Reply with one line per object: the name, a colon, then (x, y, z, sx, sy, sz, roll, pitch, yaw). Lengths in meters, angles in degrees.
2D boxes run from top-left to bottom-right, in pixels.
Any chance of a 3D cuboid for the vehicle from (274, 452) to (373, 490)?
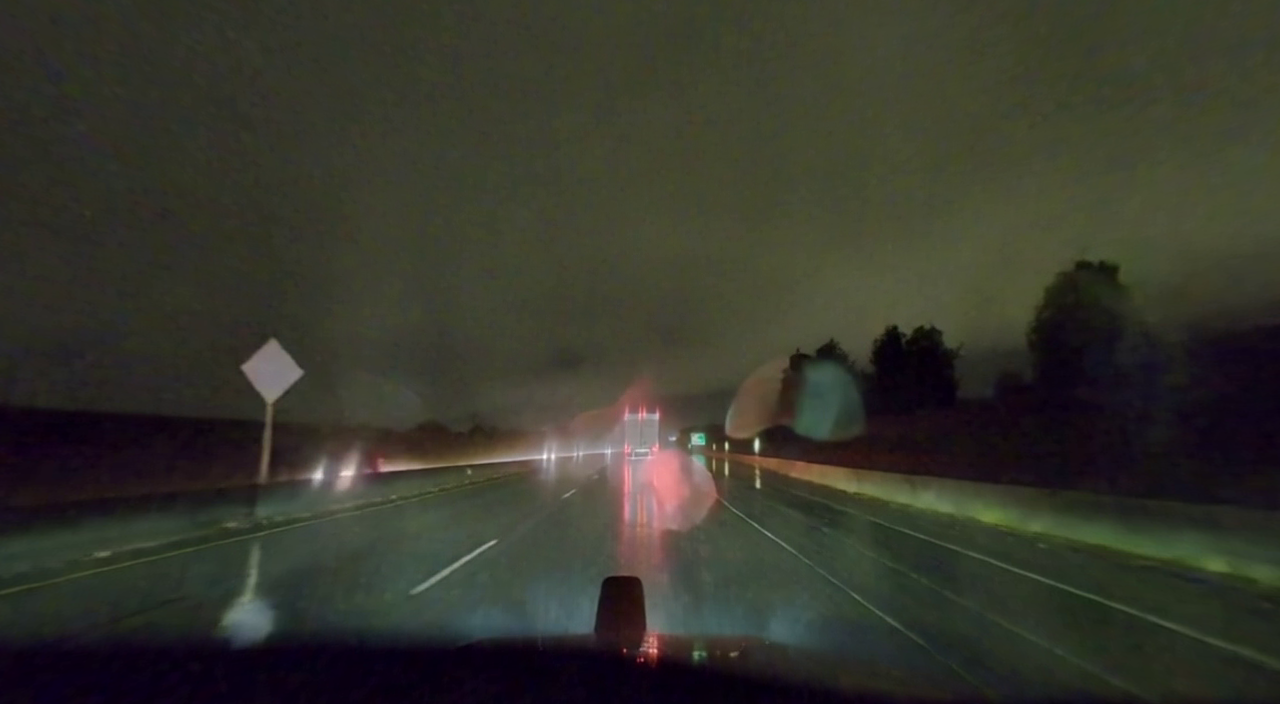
vehicle: (-13.382, 5.042, 27.051, 1.893, 1.421, 4.469, 0, -9, 1)
